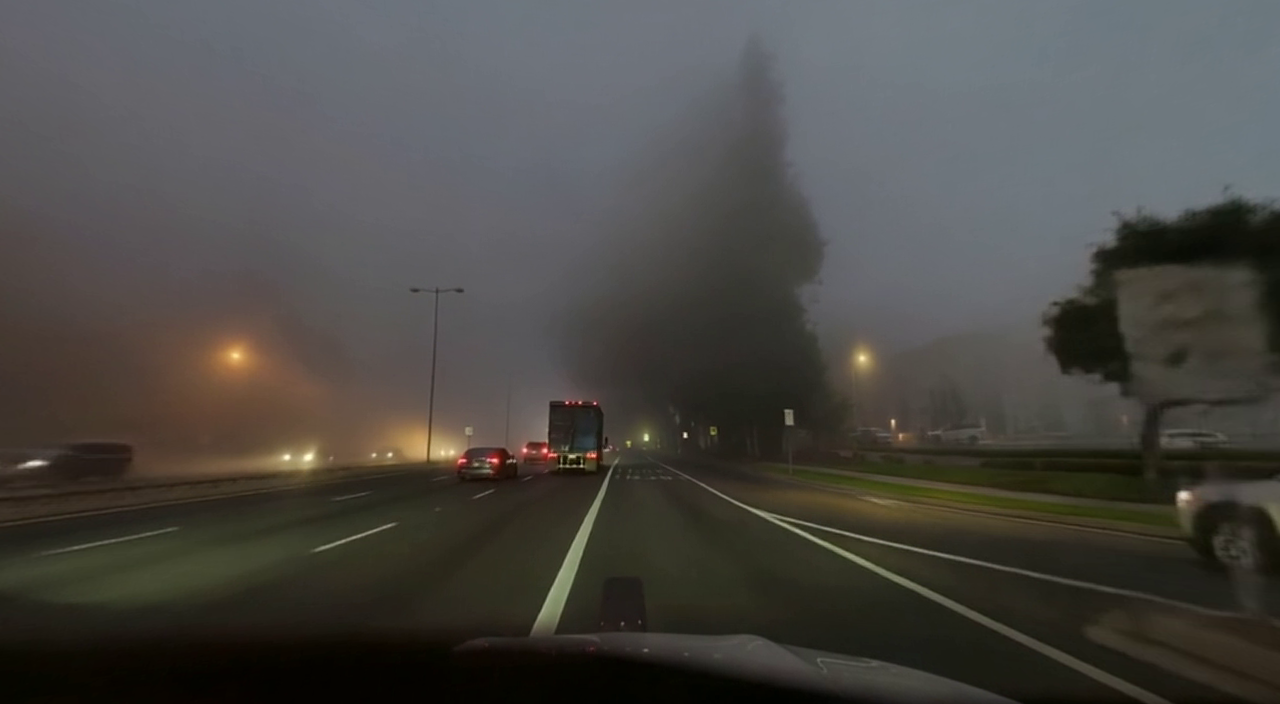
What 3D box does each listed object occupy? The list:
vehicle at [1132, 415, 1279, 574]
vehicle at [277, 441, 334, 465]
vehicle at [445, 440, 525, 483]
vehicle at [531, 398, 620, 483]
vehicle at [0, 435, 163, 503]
[{"bbox_3d":[8.349,1.466,6.339,2.140,1.685,4.720,5,-10,-30],"label":"vehicle"},{"bbox_3d":[-25.846,7.826,48.694,1.937,1.706,4.617,0,-9,0],"label":"vehicle"},{"bbox_3d":[-5.787,4.120,23.964,2.023,1.483,4.143,0,-9,-1],"label":"vehicle"},{"bbox_3d":[-2.451,3.712,26.235,2.993,3.051,6.692,0,-9,0],"label":"vehicle"},{"bbox_3d":[-15.272,3.001,16.512,2.026,1.523,4.584,0,-9,-4],"label":"vehicle"}]
